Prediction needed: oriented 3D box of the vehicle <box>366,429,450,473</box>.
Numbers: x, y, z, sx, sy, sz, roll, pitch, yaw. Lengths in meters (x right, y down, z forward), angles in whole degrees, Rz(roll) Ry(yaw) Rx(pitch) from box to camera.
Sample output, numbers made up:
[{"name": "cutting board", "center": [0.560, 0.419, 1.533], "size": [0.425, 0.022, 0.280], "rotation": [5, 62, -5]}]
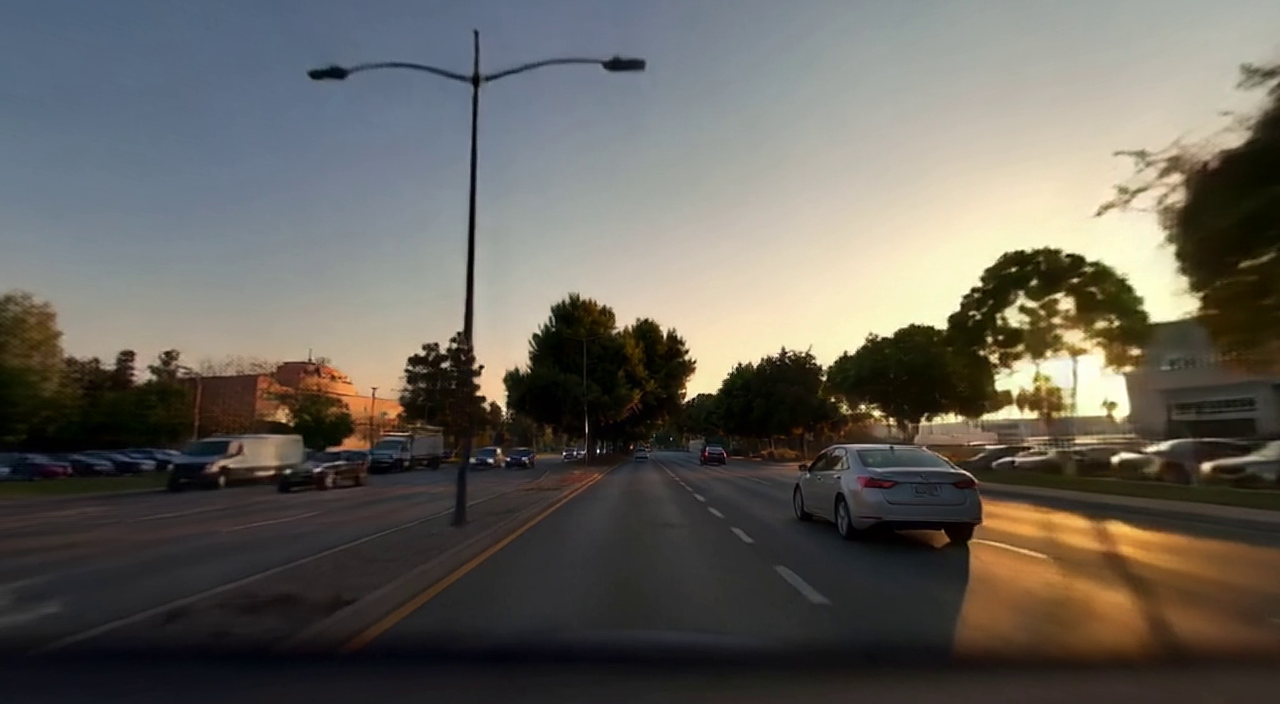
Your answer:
[{"name": "vehicle", "center": [-18.089, 7.845, 49.763], "size": [3.043, 2.916, 9.736], "rotation": [-4, -9, -1]}]

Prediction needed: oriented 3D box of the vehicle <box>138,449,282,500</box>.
[{"name": "vehicle", "center": [-15.365, 4.360, 22.801], "size": [1.936, 1.612, 4.585], "rotation": [0, -9, 0]}]

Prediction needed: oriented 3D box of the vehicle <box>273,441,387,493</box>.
[{"name": "vehicle", "center": [-11.926, 4.435, 24.582], "size": [2.145, 1.807, 4.486], "rotation": [0, -9, 0]}]

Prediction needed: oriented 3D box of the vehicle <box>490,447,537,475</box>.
[{"name": "vehicle", "center": [-7.126, 6.169, 35.797], "size": [1.923, 1.471, 4.646], "rotation": [0, -9, -3]}]

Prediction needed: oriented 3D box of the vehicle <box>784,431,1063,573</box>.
[{"name": "vehicle", "center": [3.559, 1.949, 8.999], "size": [1.935, 1.501, 4.384], "rotation": [0, -9, 0]}]

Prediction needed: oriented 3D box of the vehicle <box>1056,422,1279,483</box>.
[{"name": "vehicle", "center": [17.541, 3.347, 20.965], "size": [5.497, 1.794, 2.333], "rotation": [-1, -8, 1]}]
